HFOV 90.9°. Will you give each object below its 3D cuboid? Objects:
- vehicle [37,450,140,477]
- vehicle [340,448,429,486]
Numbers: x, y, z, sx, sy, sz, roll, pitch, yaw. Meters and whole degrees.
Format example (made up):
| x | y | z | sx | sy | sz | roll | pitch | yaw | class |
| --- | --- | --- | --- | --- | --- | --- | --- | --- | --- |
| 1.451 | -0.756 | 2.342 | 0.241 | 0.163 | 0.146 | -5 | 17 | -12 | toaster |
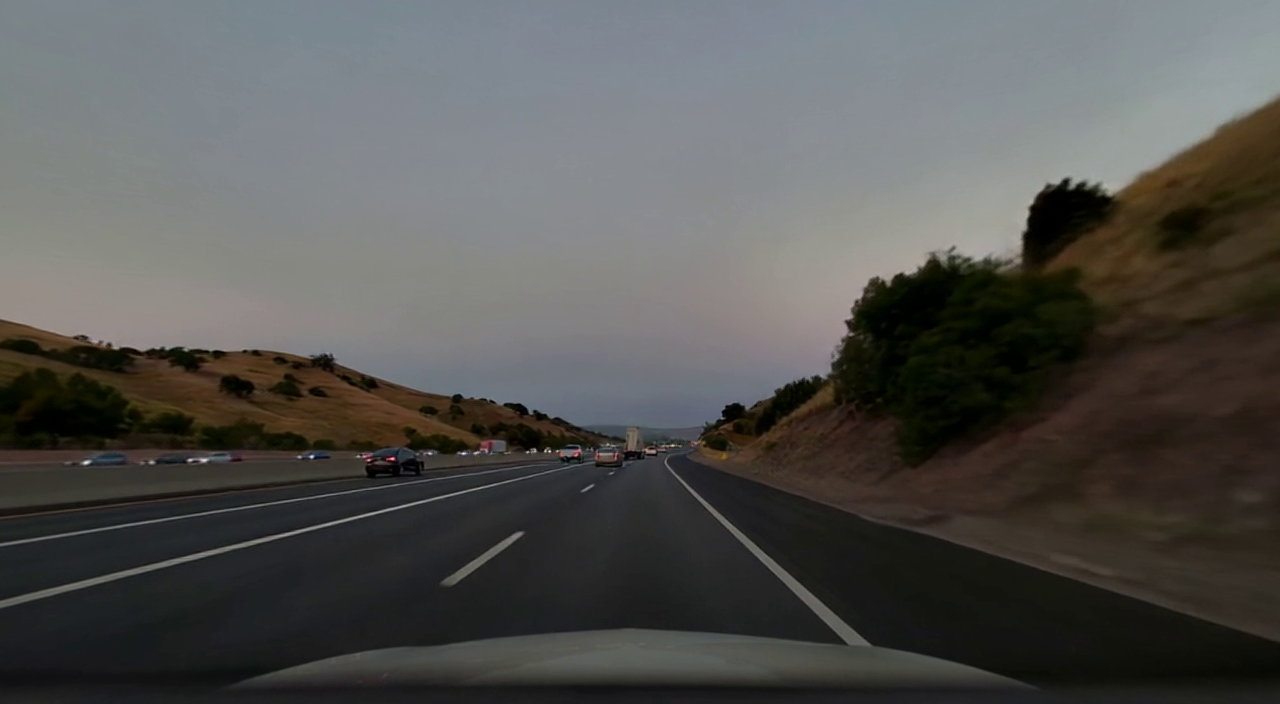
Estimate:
| x | y | z | sx | sy | sz | roll | pitch | yaw | class |
| --- | --- | --- | --- | --- | --- | --- | --- | --- | --- |
| -38.014 | 7.676 | 43.736 | 2.070 | 1.639 | 5.593 | 0 | -8 | 1 | vehicle |
| -10.871 | 4.888 | 27.259 | 1.927 | 1.454 | 4.395 | 0 | -8 | 1 | vehicle |
